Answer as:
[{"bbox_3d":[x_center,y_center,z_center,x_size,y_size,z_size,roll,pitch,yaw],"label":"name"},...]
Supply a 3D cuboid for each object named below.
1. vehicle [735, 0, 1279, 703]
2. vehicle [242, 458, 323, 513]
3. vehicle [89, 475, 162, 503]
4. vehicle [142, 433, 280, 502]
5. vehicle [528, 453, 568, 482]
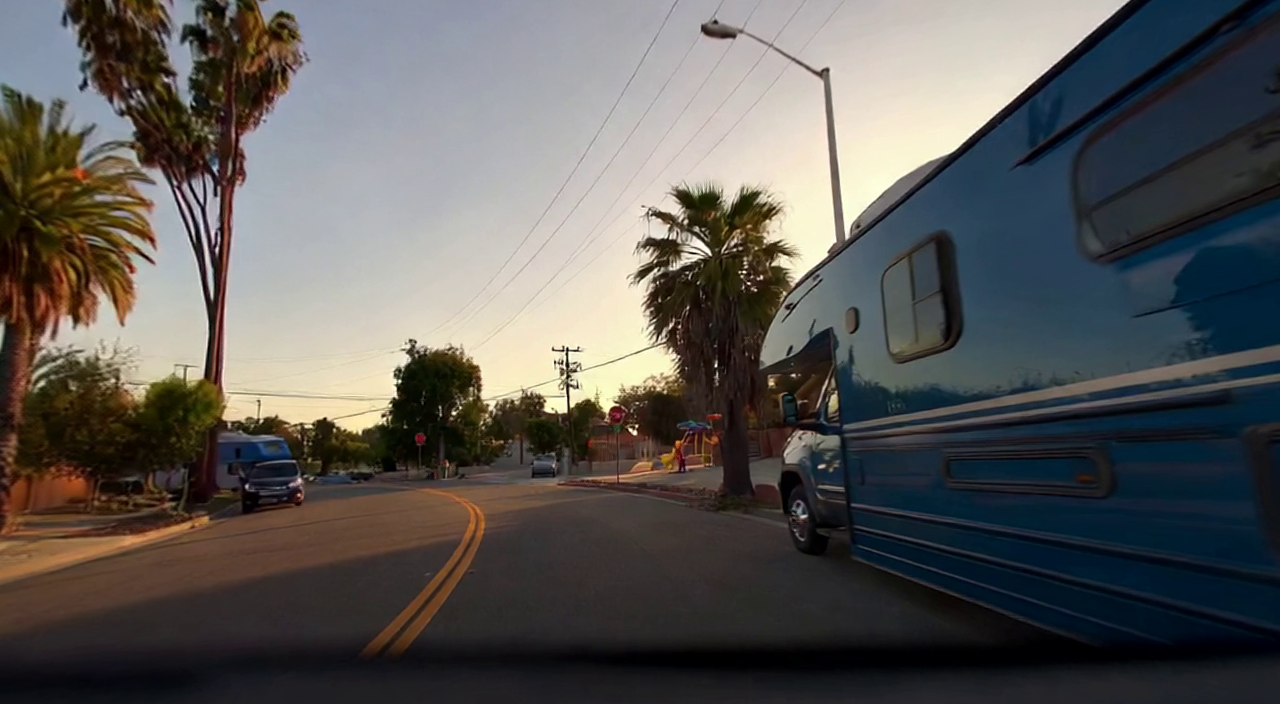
[{"bbox_3d":[2.885,0.361,4.482,2.853,3.082,7.767,0,-9,-3],"label":"vehicle"},{"bbox_3d":[-12.070,4.411,21.423,2.085,1.545,4.340,4,-10,-28],"label":"vehicle"},{"bbox_3d":[-36.823,9.746,45.185,4.527,1.732,2.059,-4,-9,24],"label":"vehicle"},{"bbox_3d":[-26.715,7.000,39.021,11.364,3.720,3.216,-7,-11,37],"label":"vehicle"},{"bbox_3d":[-6.914,8.524,46.926,2.508,1.887,5.930,2,-9,-12],"label":"vehicle"}]
